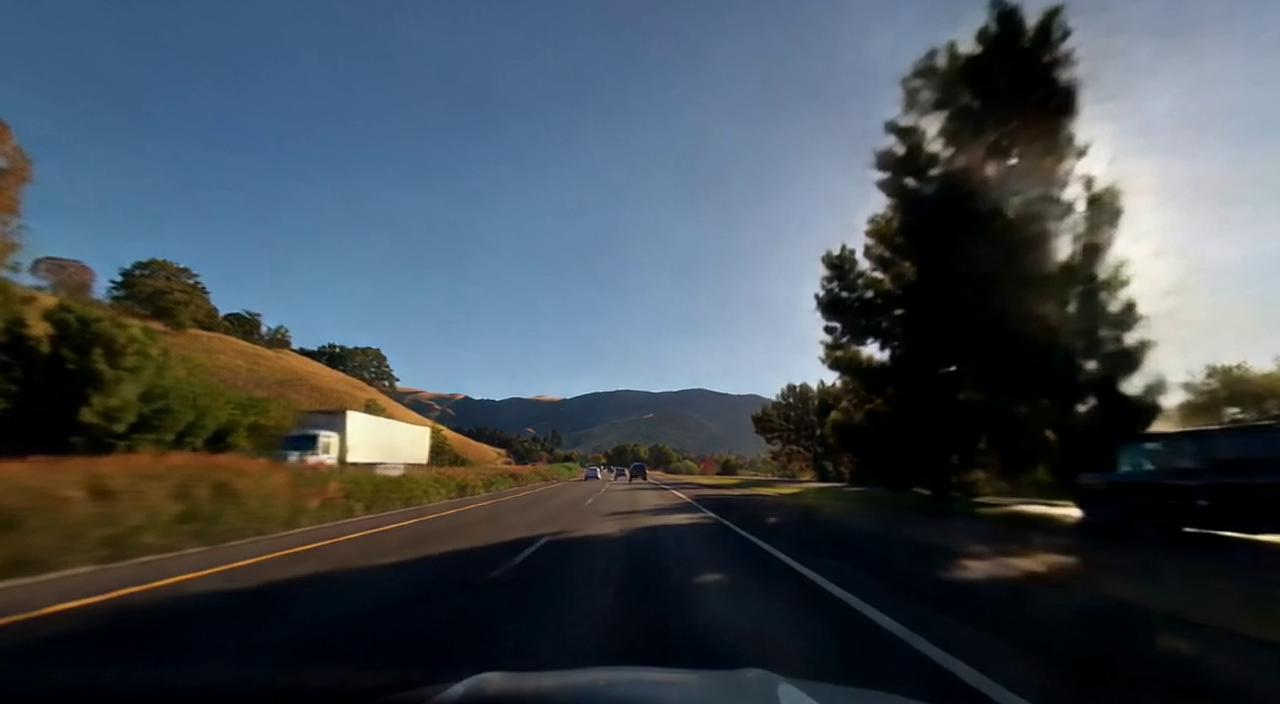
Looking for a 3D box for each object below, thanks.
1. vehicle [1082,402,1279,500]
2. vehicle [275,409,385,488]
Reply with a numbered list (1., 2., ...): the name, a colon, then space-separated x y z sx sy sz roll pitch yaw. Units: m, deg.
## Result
1. vehicle: 22.454 3.607 22.584 2.846 3.184 14.350 1 -10 0
2. vehicle: -17.057 5.455 35.213 2.985 3.978 5.891 1 -11 -1
